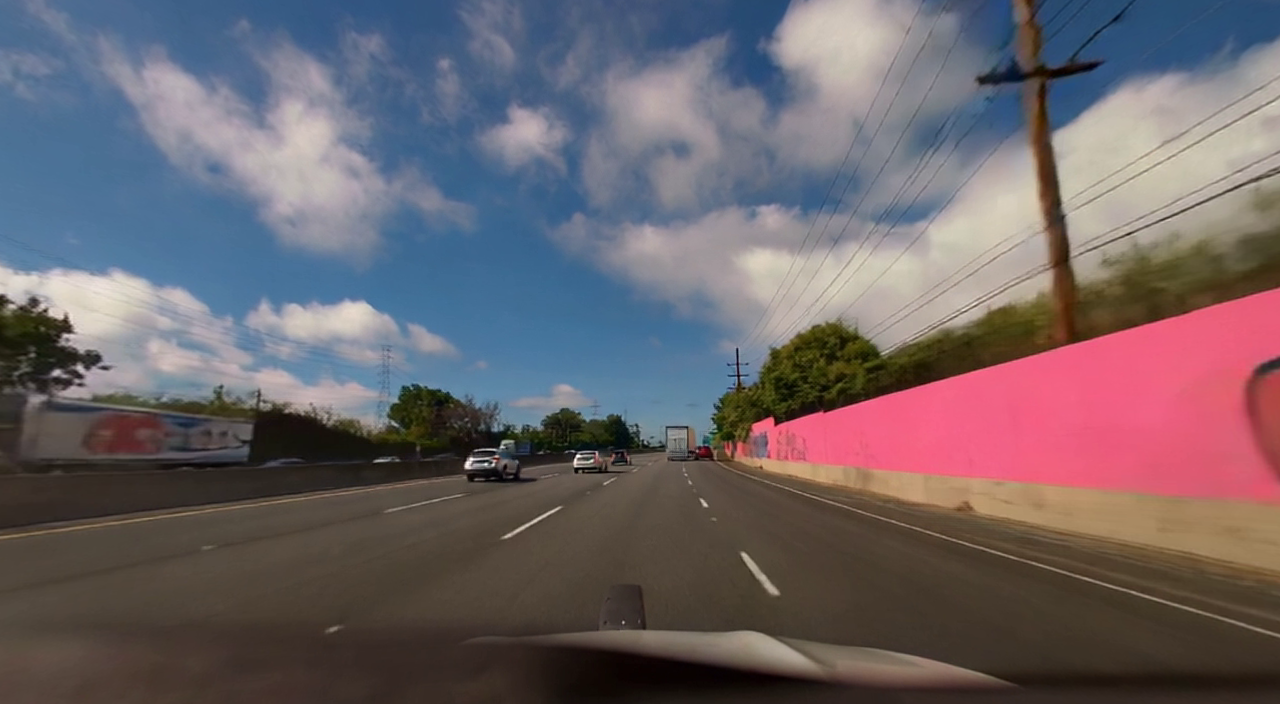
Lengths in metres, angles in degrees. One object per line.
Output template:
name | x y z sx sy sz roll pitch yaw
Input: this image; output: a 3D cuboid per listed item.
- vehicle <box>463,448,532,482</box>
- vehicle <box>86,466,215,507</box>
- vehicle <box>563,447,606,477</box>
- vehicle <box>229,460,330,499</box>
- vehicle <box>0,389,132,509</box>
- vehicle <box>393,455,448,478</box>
vehicle | -6.988 5.588 31.488 2.142 1.503 4.767 -1 -9 3
vehicle | -19.645 5.376 25.534 1.805 1.405 4.114 -1 -9 2
vehicle | -3.109 6.267 36.156 1.966 1.565 3.766 -1 -9 2
vehicle | -15.131 5.339 26.735 1.866 1.416 3.918 -1 -9 2
vehicle | -23.917 3.835 24.346 3.361 4.101 5.809 -1 -10 1
vehicle | -15.301 8.015 44.226 1.923 1.459 4.561 -1 -9 5
